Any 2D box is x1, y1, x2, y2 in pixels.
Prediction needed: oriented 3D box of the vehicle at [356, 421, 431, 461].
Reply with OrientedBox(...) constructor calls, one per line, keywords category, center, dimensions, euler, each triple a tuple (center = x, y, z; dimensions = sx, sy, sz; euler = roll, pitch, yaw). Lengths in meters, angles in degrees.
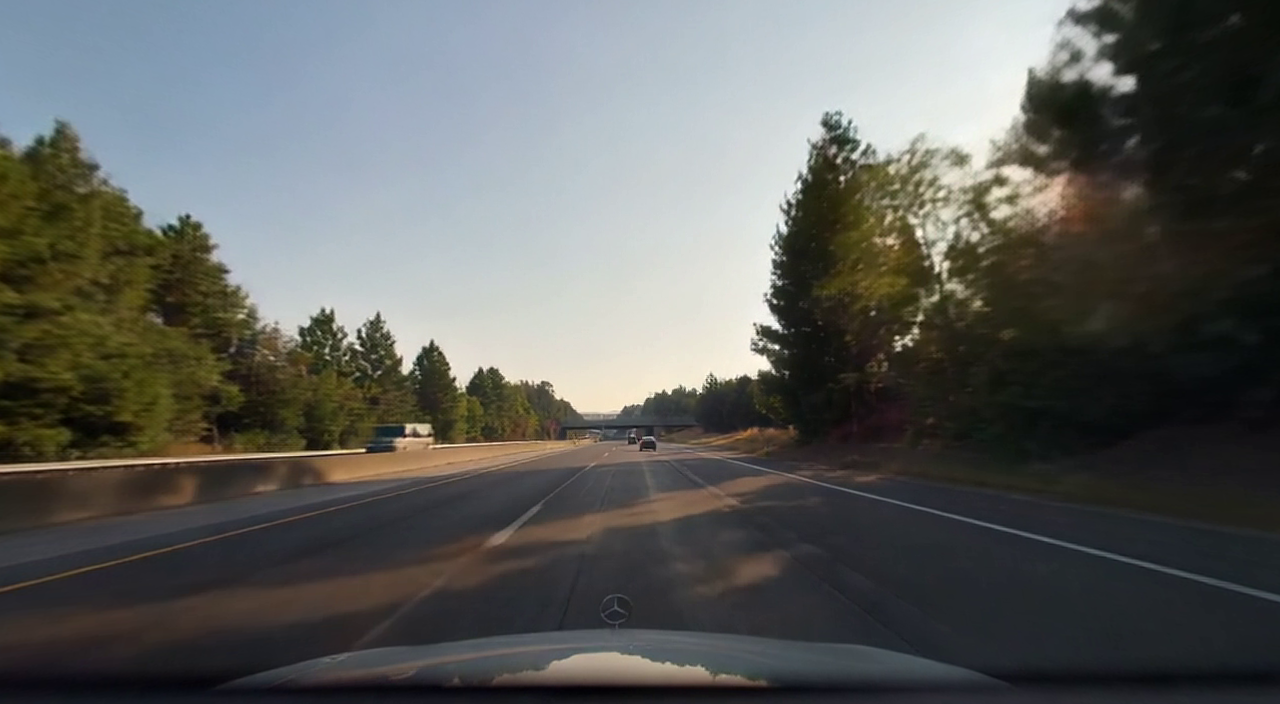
OrientedBox(category="vehicle", center=(-16.904, 6.158, 43.694), dimensions=(2.461, 2.573, 6.713), euler=(0, -8, 0))
